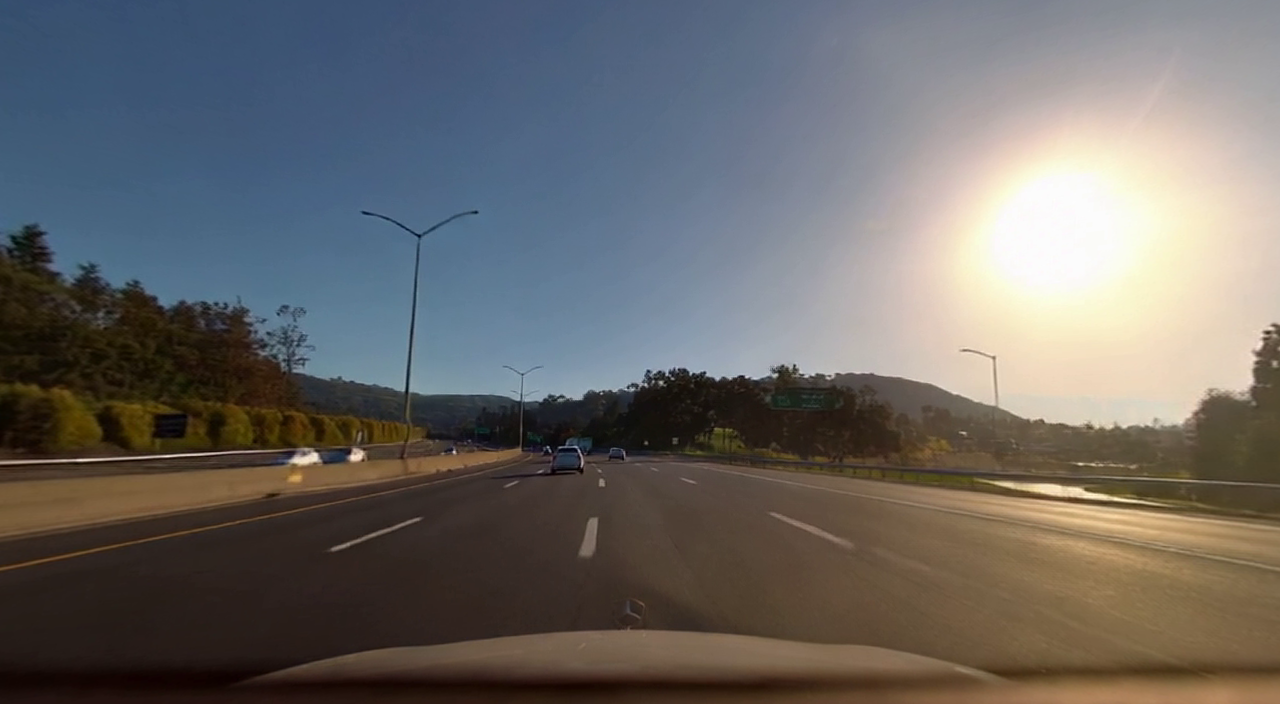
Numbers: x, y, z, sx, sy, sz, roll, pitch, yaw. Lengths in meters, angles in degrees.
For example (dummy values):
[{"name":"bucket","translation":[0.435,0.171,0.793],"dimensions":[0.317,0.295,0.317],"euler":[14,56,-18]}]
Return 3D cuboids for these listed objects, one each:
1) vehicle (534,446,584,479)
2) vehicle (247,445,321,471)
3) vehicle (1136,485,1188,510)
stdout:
[{"name":"vehicle","translation":[-3.974,5.470,31.534],"dimensions":[2.193,1.497,4.337],"euler":[0,-9,-4]},{"name":"vehicle","translation":[-21.304,6.351,37.970],"dimensions":[2.076,1.457,4.466],"euler":[0,-9,-4]},{"name":"vehicle","translation":[37.999,10.580,45.986],"dimensions":[1.856,1.462,3.789],"euler":[-4,-10,23]}]
